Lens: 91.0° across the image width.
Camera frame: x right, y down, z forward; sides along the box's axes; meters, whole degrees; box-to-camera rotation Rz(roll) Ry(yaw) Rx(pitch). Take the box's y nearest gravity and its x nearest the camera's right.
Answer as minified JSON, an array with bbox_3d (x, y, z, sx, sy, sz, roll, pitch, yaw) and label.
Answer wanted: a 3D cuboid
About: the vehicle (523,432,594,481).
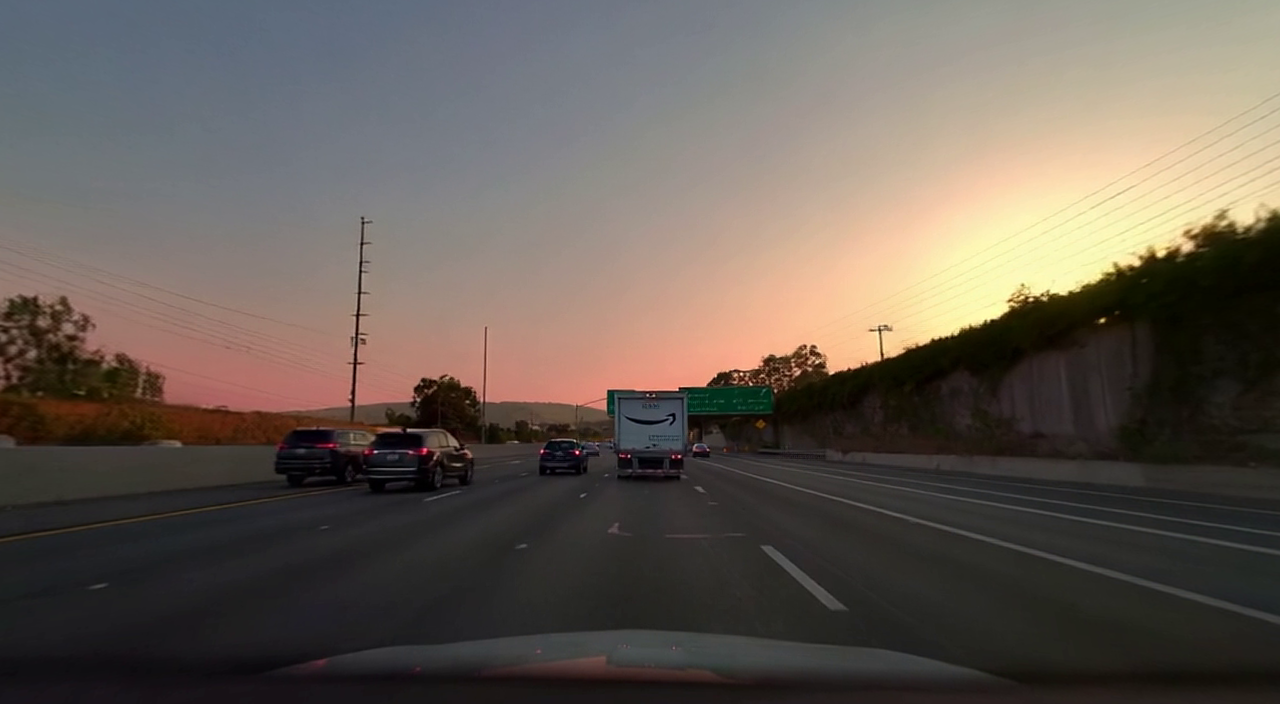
[{"bbox_3d":[-3.010,4.001,24.238,2.095,1.688,4.188,0,-9,1],"label":"vehicle"}]

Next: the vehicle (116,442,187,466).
[{"bbox_3d":[-31.783,6.627,41.100,1.623,1.459,3.672,0,-9,2],"label":"vehicle"}]

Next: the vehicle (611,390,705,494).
[{"bbox_3d":[0.455,2.808,19.626,2.456,2.705,6.251,0,-9,0],"label":"vehicle"}]

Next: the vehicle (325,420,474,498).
[{"bbox_3d":[-6.436,2.945,17.677,2.101,1.858,5.071,0,-9,1],"label":"vehicle"}]

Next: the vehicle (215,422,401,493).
[{"bbox_3d":[-10.026,3.267,19.895,2.454,1.857,6.221,0,-9,0],"label":"vehicle"}]

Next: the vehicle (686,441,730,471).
[{"bbox_3d":[3.620,5.624,34.274,1.970,1.499,4.491,0,-9,1],"label":"vehicle"}]
